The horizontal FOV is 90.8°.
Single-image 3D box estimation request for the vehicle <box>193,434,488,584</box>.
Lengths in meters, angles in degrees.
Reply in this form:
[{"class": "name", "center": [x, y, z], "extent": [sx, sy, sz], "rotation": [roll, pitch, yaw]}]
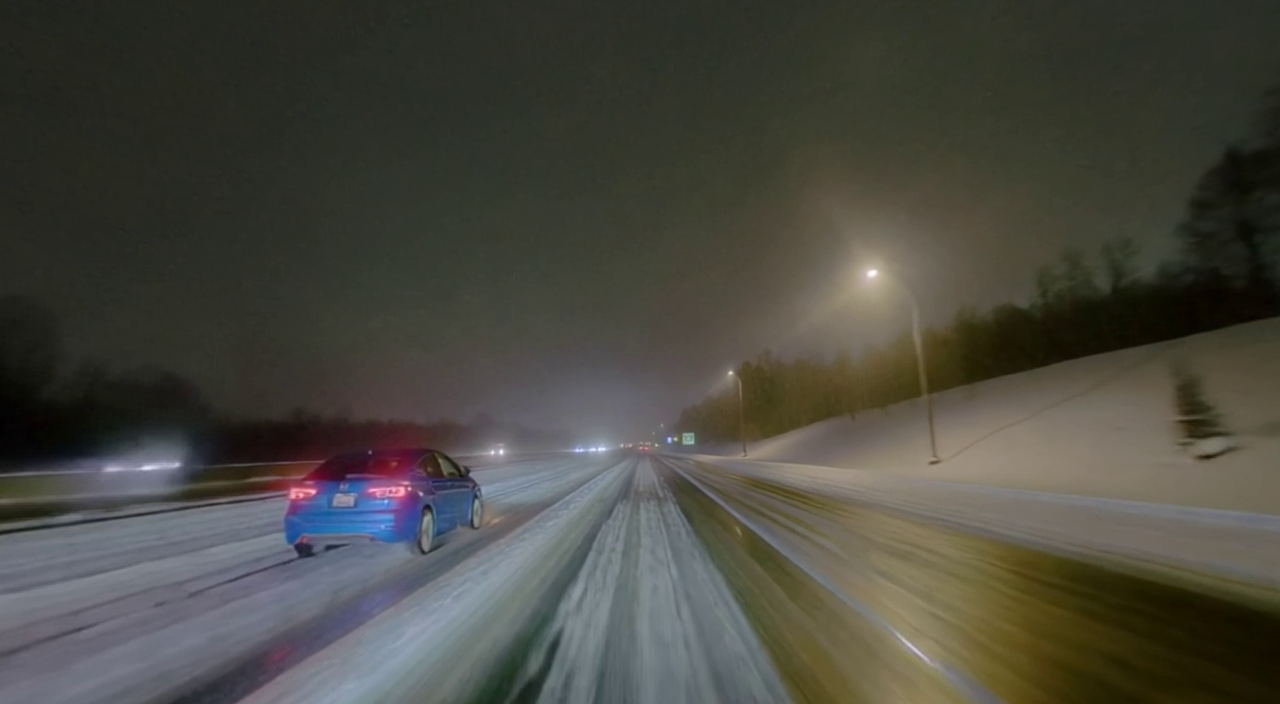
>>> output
[{"class": "vehicle", "center": [-3.452, 1.860, 8.242], "extent": [1.935, 1.479, 3.787], "rotation": [0, -9, 1]}]
